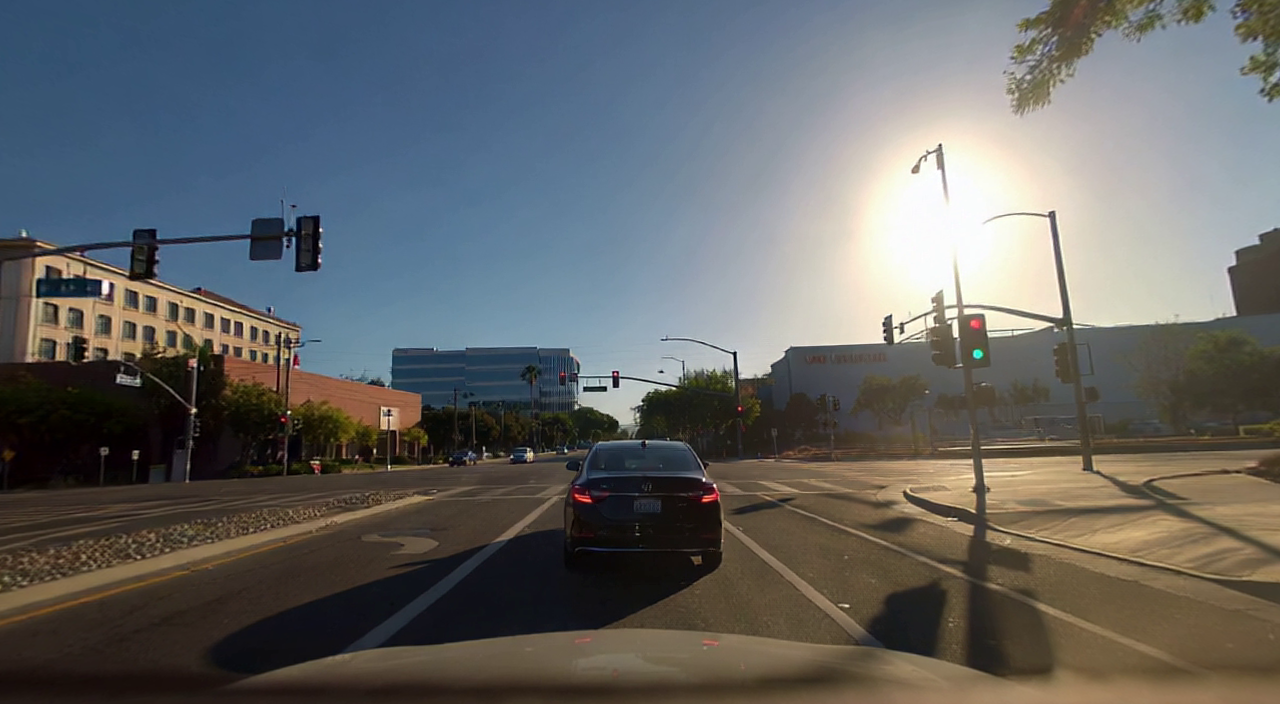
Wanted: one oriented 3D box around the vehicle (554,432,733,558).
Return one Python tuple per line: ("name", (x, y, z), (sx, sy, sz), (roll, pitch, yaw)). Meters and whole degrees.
("vehicle", (0.007, 1.997, 9.532), (2.107, 1.470, 3.974), (0, -9, -1))
